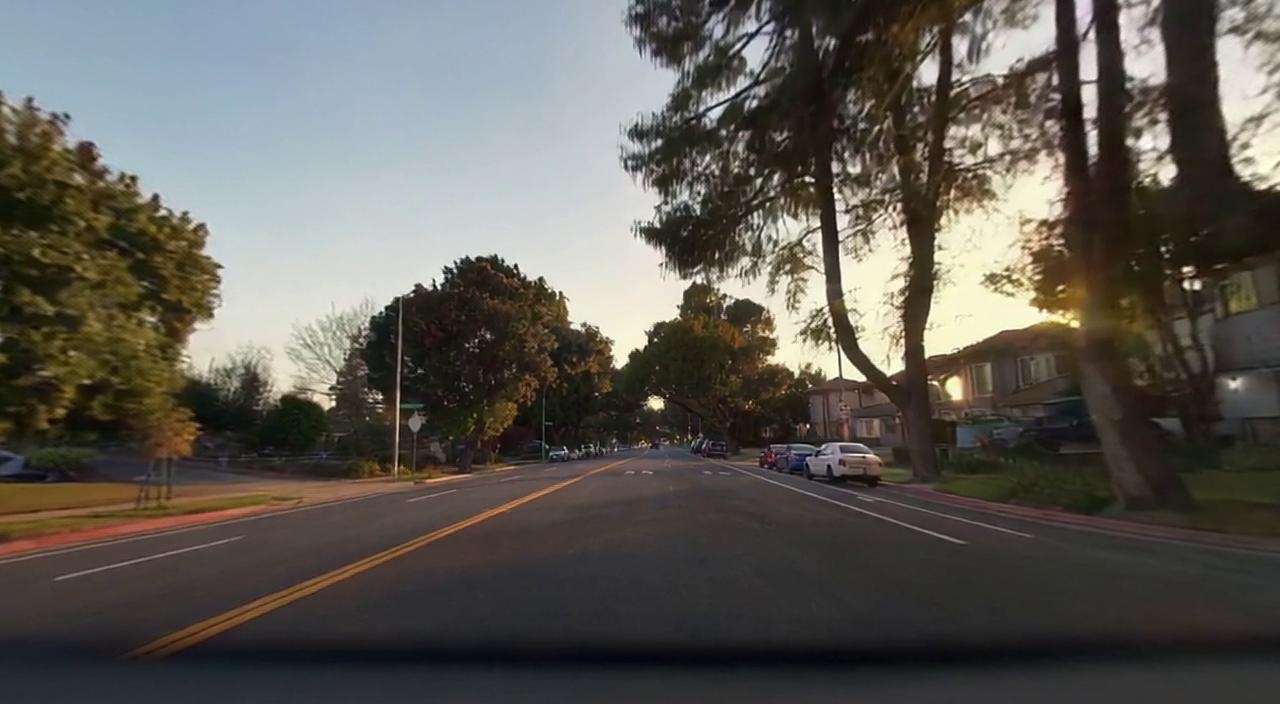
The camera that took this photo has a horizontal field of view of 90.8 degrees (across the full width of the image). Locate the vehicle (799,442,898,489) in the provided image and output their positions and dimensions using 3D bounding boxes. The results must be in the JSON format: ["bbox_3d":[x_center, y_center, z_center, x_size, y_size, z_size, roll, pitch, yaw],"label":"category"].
[{"bbox_3d":[7.168,3.928,22.302,1.940,1.481,4.650,0,-8,0],"label":"vehicle"}]
